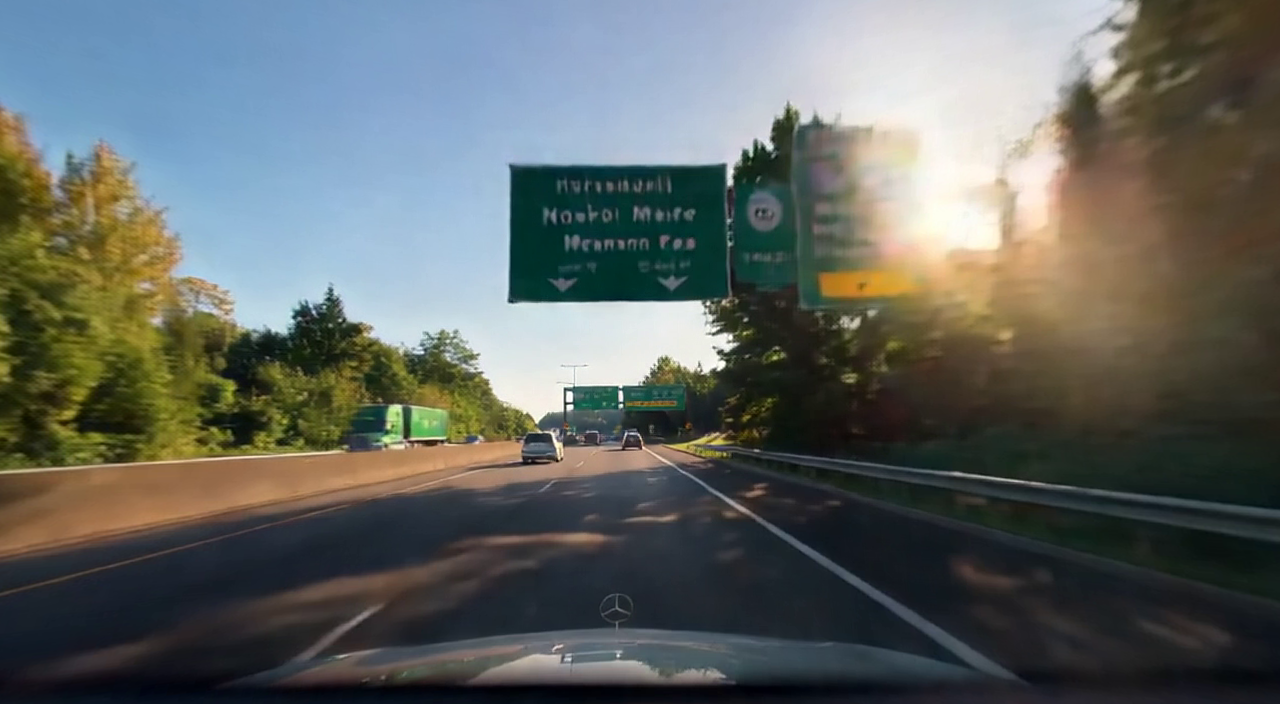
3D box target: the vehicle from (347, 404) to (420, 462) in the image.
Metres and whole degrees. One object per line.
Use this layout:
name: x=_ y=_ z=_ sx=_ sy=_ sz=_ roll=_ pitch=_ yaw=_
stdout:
vehicle: x=-18.567 y=5.931 z=46.026 sx=2.987 sy=3.956 sz=5.796 roll=0 pitch=-8 yaw=-2

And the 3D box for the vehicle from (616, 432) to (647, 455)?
vehicle: x=-0.597 y=6.560 z=45.414 sx=2.139 sy=1.561 sz=4.060 roll=0 pitch=-8 yaw=-1

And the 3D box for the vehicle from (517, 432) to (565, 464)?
vehicle: x=-5.001 y=4.882 z=32.284 sx=1.959 sy=1.514 sz=3.668 roll=0 pitch=-8 yaw=-1
